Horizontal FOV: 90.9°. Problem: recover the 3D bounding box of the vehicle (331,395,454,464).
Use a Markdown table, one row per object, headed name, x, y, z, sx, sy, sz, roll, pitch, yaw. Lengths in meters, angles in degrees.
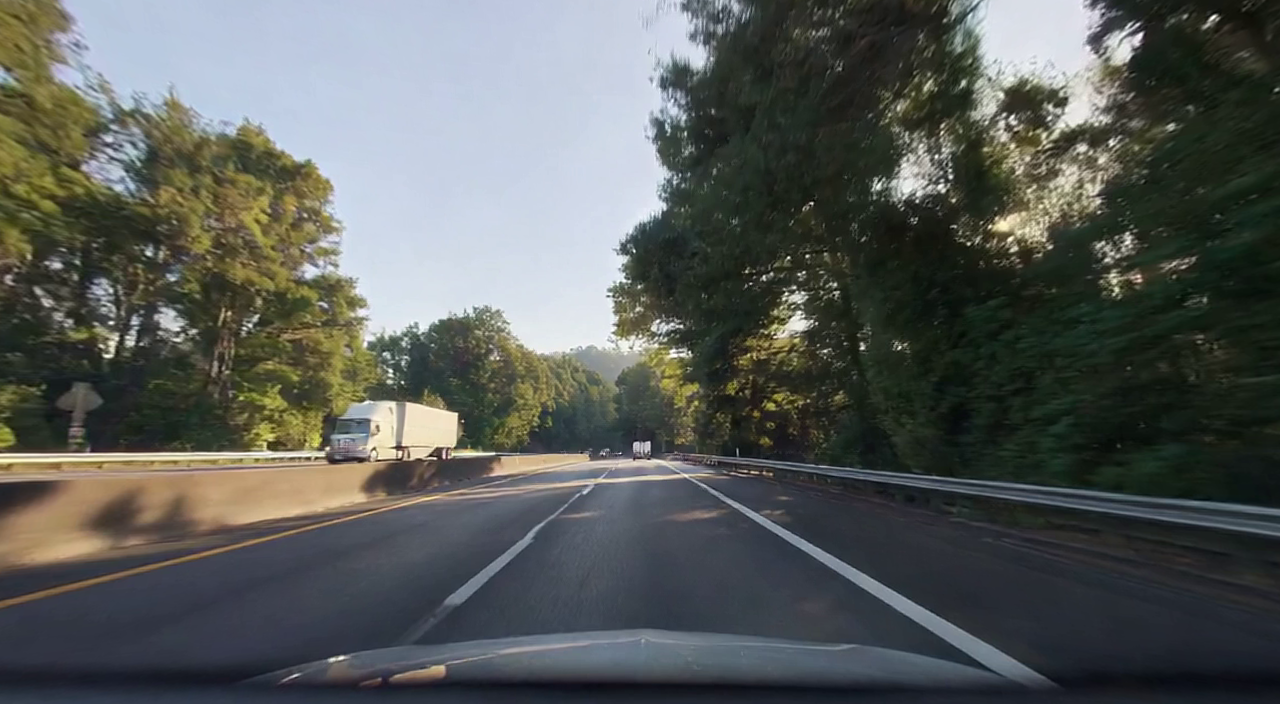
| name | x | y | z | sx | sy | sz | roll | pitch | yaw |
| --- | --- | --- | --- | --- | --- | --- | --- | --- | --- |
| vehicle | -16.770 | 5.680 | 44.468 | 2.924 | 4.069 | 14.387 | 0 | -9 | 0 |
